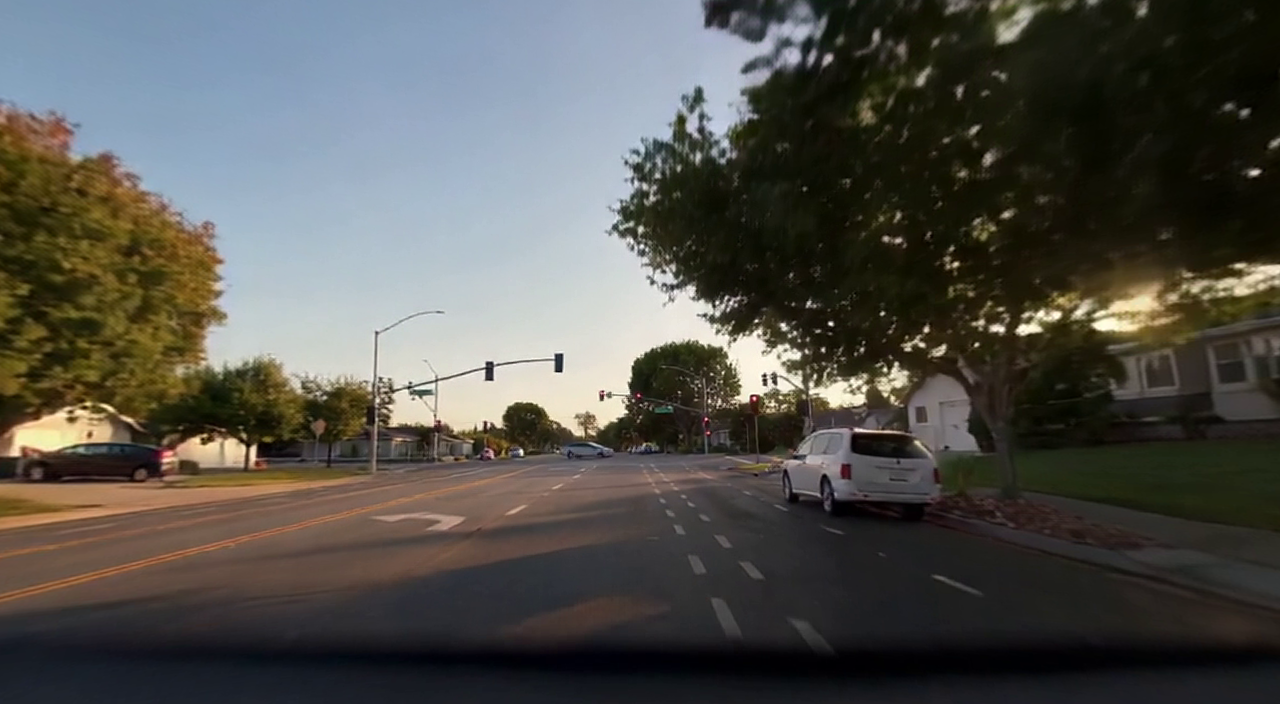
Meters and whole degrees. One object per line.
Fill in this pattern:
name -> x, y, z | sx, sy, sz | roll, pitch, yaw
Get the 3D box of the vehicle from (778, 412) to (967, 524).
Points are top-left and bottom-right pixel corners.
vehicle -> 4.414, 2.292, 12.940 | 2.170, 1.869, 4.594 | 0, -9, 1

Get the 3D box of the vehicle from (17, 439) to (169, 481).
vehicle -> -22.664, 4.479, 26.258 | 4.334, 1.668, 2.069 | 0, -9, -1
